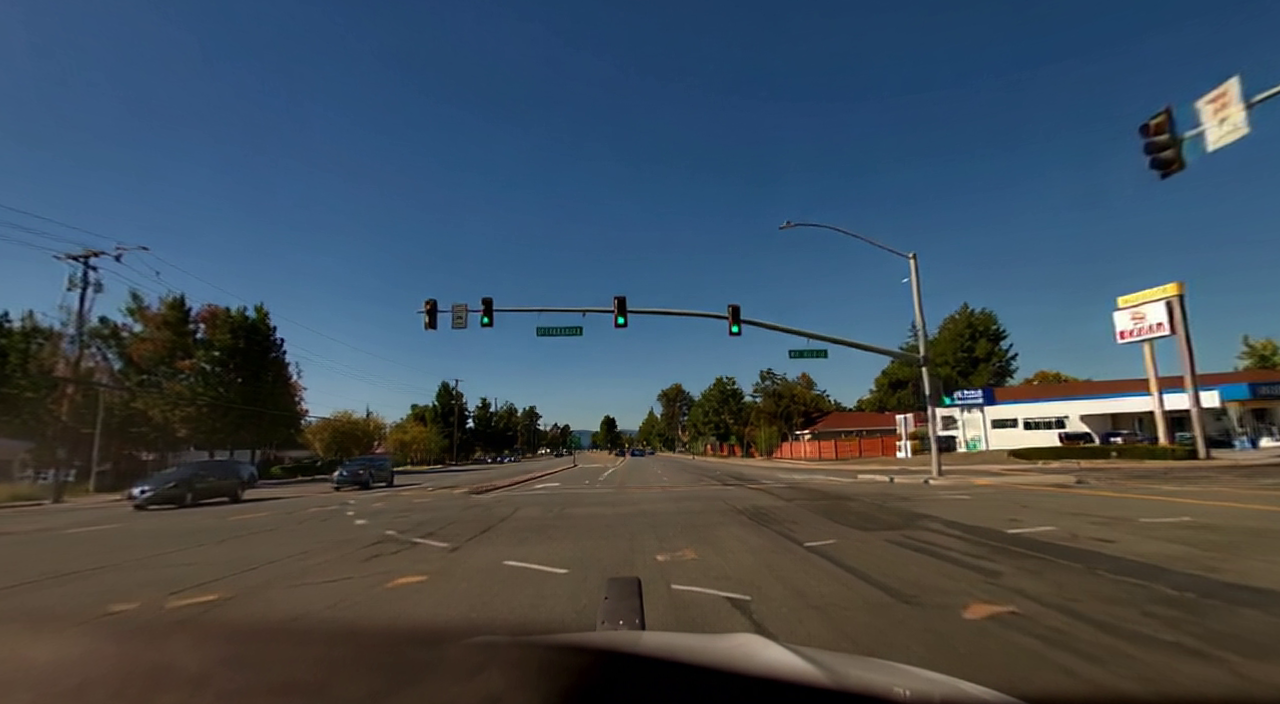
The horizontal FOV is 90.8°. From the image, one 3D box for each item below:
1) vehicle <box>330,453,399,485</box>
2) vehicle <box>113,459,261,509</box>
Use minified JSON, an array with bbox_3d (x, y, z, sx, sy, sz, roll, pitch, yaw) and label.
[{"bbox_3d":[-15.501,6.588,35.813,2.053,1.598,4.336,0,-9,-2],"label":"vehicle"},{"bbox_3d":[-15.337,4.463,21.758,1.920,1.434,4.328,0,-9,0],"label":"vehicle"}]
